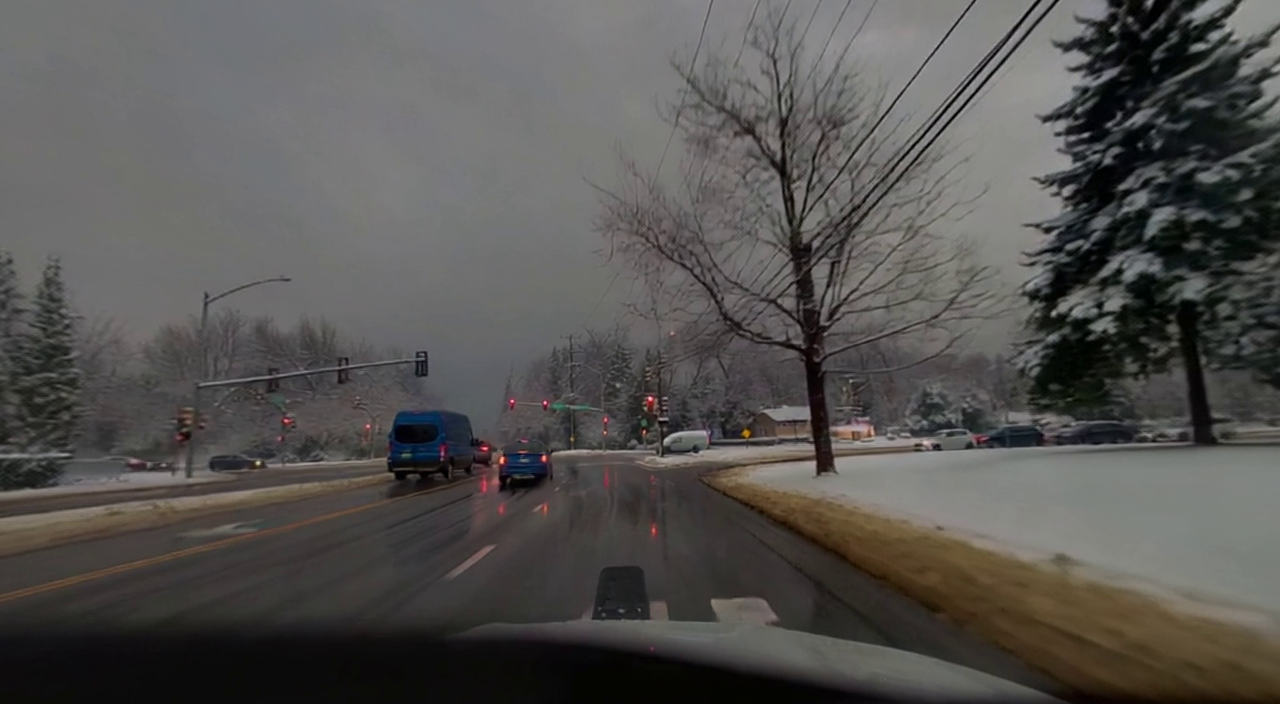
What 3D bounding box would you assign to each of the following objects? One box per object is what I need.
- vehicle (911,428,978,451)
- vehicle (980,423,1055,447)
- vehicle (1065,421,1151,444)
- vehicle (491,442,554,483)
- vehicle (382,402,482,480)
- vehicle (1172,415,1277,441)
[{"bbox_3d":[20.513,5.959,42.477,3.718,1.480,1.981,3,-9,-20],"label":"vehicle"},{"bbox_3d":[26.809,5.915,44.806,4.056,1.659,1.881,-2,-9,11],"label":"vehicle"},{"bbox_3d":[32.529,5.645,43.916,4.342,1.513,1.838,-2,-9,13],"label":"vehicle"},{"bbox_3d":[-4.619,4.412,25.407,2.019,1.485,4.565,1,-9,-5],"label":"vehicle"},{"bbox_3d":[-8.647,3.861,27.032,2.461,2.889,6.776,1,-9,-5],"label":"vehicle"},{"bbox_3d":[39.239,5.127,42.406,4.643,1.620,1.938,-2,-9,15],"label":"vehicle"}]
